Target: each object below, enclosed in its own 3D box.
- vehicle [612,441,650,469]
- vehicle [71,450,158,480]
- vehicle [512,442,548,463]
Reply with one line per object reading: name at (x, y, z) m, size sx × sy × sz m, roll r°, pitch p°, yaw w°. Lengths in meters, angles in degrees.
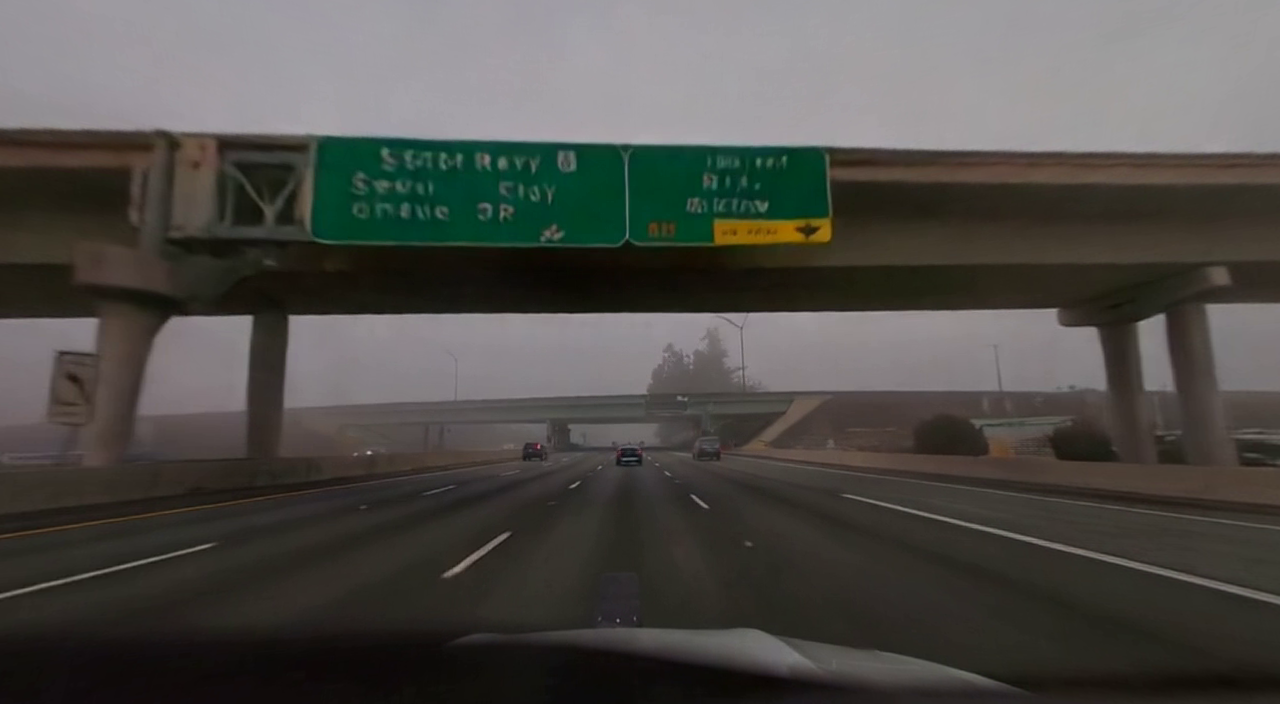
vehicle at (-0.561, 5.820, 35.742) m, size 2.012 × 1.471 × 4.059 m, roll 0°, pitch -8°, yaw -2°
vehicle at (-35.730, 7.678, 43.105) m, size 2.016 × 1.894 × 4.465 m, roll 0°, pitch -8°, yaw 0°
vehicle at (-8.276, 7.593, 47.837) m, size 1.957 × 1.554 × 4.350 m, roll 0°, pitch -8°, yaw 0°
